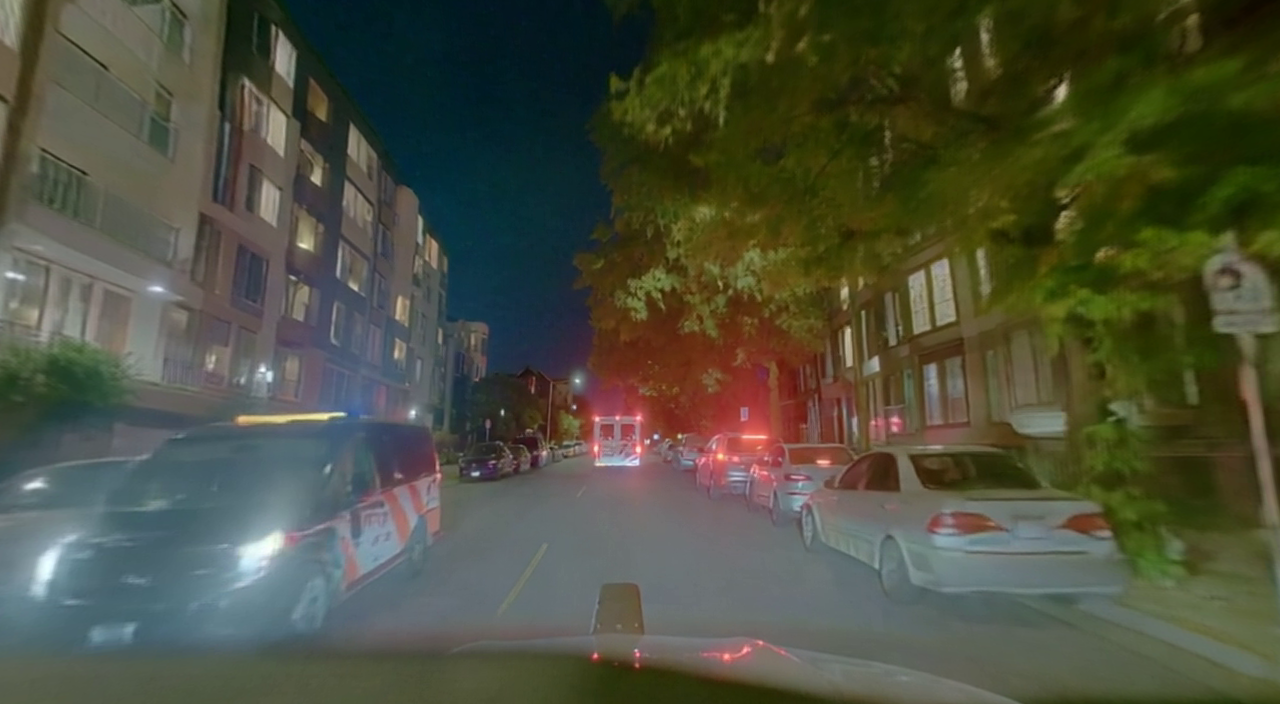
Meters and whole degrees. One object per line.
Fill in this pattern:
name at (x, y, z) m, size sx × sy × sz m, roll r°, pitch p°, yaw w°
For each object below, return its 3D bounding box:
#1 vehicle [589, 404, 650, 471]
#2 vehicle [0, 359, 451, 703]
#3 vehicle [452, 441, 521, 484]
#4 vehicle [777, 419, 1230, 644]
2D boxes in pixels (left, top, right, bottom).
vehicle at (-1.079, 4.463, 32.680) m, size 2.754 × 3.008 × 7.730 m, roll 0°, pitch -8°, yaw -2°
vehicle at (-3.224, 1.272, 5.405) m, size 2.029 × 1.802 × 4.229 m, roll -2°, pitch -8°, yaw -2°
vehicle at (-6.386, 4.602, 26.773) m, size 1.967 × 1.492 × 4.781 m, roll -4°, pitch -8°, yaw -4°
vehicle at (3.073, 1.603, 6.713) m, size 2.035 × 1.549 × 4.373 m, roll 2°, pitch -8°, yaw -3°
